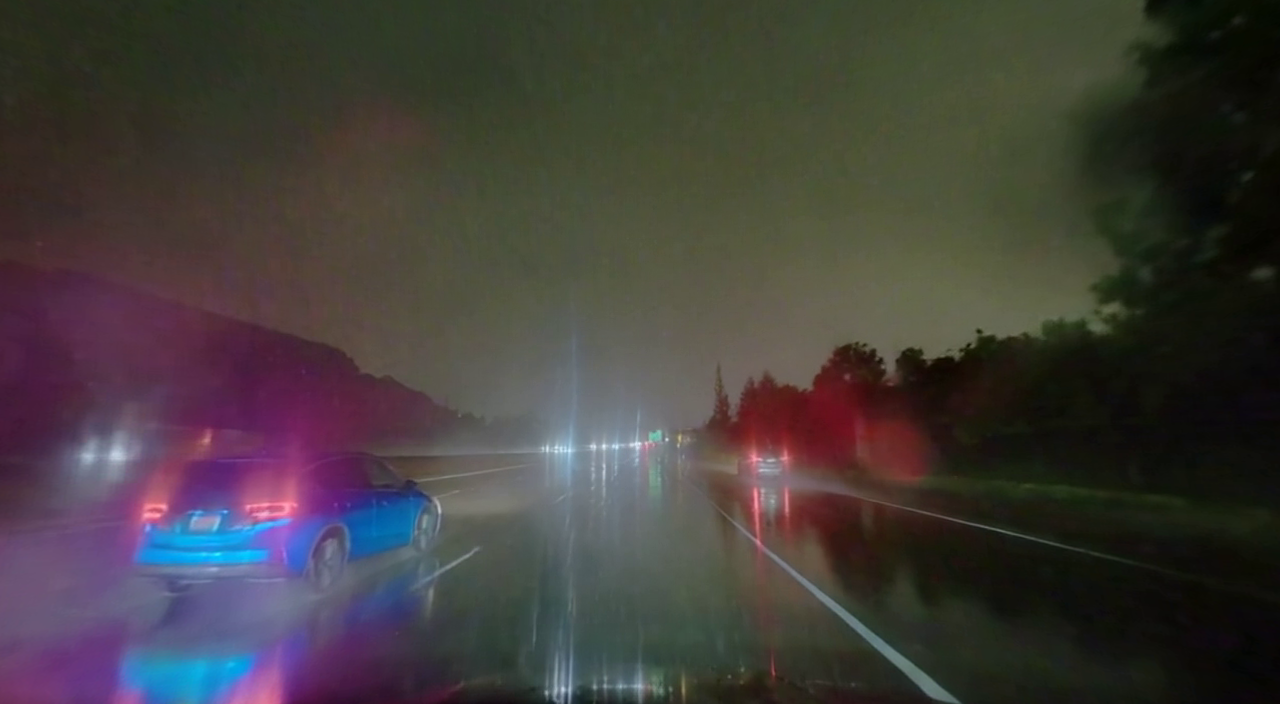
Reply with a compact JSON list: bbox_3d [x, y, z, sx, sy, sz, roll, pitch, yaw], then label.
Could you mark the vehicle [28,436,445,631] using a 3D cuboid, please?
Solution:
[{"bbox_3d":[-3.727,1.691,6.839,1.935,1.479,3.787,0,-8,1],"label":"vehicle"}]
